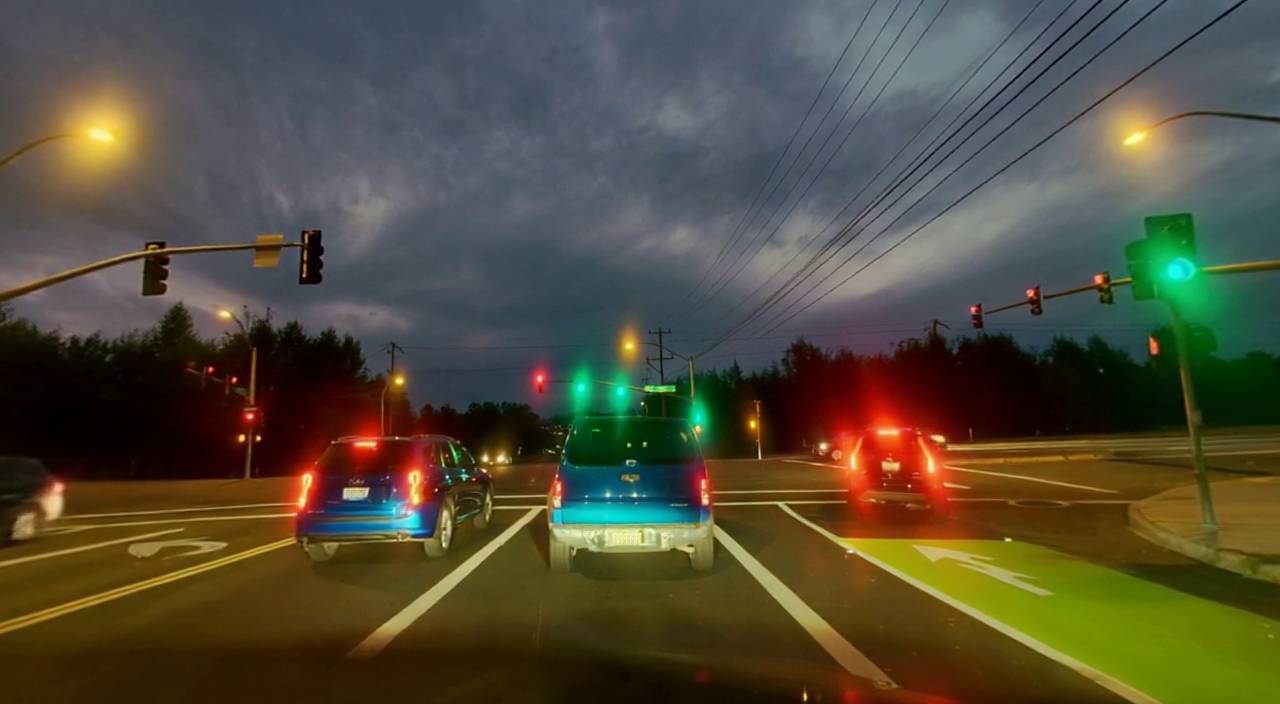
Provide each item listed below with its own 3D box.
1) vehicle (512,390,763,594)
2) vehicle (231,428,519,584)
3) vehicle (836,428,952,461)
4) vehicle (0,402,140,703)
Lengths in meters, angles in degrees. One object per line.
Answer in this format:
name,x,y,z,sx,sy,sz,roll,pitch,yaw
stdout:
vehicle,-0.055,1.519,7.623,2.182,1.773,4.041,0,-8,-1
vehicle,-2.928,1.766,8.010,1.969,1.486,3.702,0,-8,1
vehicle,11.748,4.294,29.299,4.715,1.438,2.023,-5,-10,29
vehicle,-3.348,0.658,0.442,1.928,1.488,4.936,0,-8,1
